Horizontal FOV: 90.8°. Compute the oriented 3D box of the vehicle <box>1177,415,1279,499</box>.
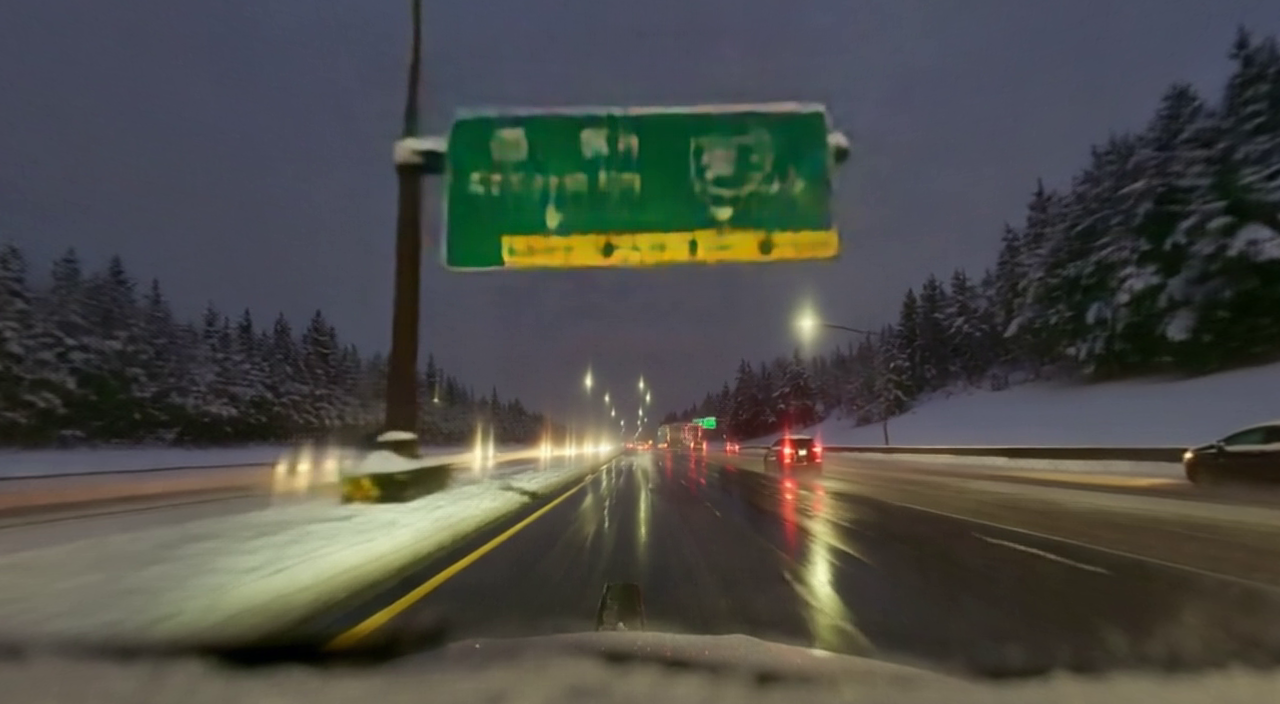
[{"bbox_3d":[14.143,2.191,13.163,1.957,1.709,4.387,0,-9,-1],"label":"vehicle"}]

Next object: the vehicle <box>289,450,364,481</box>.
[{"bbox_3d":[-17.040,6.165,34.583,1.835,1.496,4.318,1,-9,0],"label":"vehicle"}]

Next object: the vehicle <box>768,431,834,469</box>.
[{"bbox_3d":[8.333,5.142,33.199,2.098,1.820,4.505,0,-9,-2],"label":"vehicle"}]
